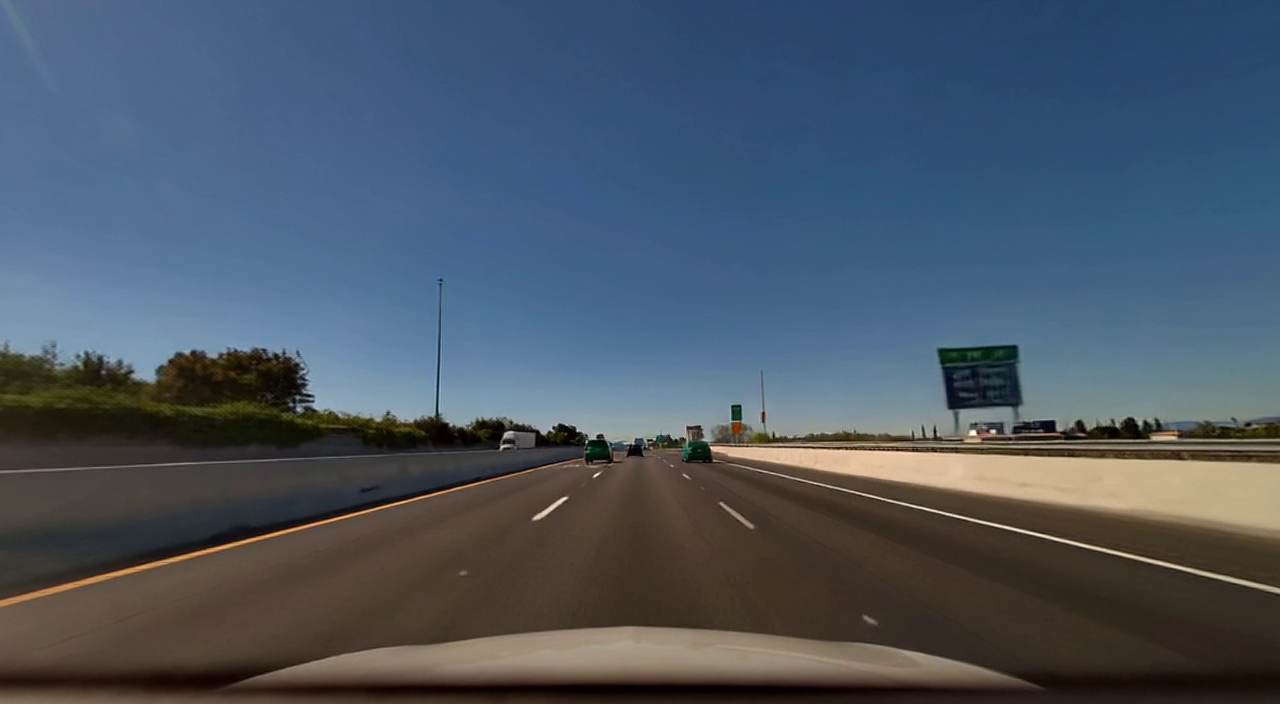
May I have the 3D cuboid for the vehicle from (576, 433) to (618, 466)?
[{"bbox_3d":[-2.763,6.375,41.206,2.291,2.052,4.887,0,-8,2],"label":"vehicle"}]

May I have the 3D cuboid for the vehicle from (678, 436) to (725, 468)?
[{"bbox_3d":[3.349,5.576,35.064,2.202,1.682,4.188,0,-8,0],"label":"vehicle"}]
